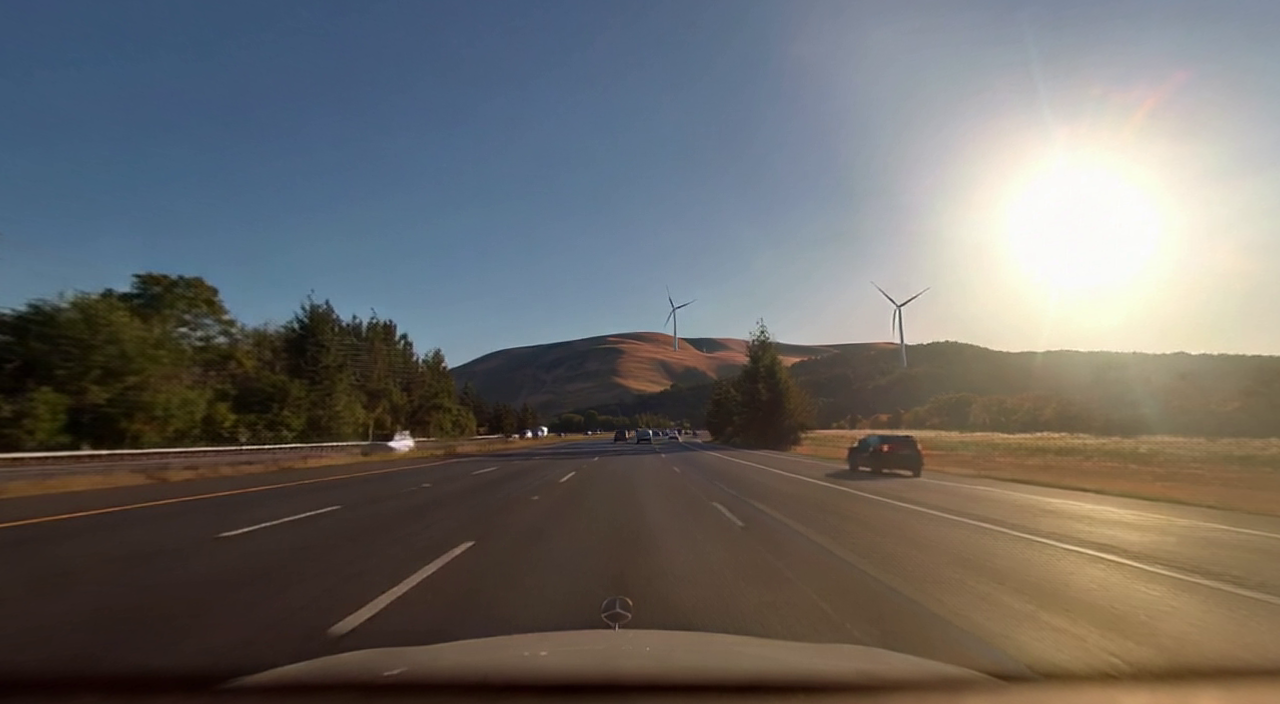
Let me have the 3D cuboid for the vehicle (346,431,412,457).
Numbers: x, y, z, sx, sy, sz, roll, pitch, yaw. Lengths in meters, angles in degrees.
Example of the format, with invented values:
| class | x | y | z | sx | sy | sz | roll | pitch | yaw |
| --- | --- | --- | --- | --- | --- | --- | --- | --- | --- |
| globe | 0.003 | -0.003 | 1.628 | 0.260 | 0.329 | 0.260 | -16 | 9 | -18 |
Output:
| class | x | y | z | sx | sy | sz | roll | pitch | yaw |
| --- | --- | --- | --- | --- | --- | --- | --- | --- | --- |
| vehicle | -16.171 | 5.707 | 39.322 | 2.122 | 1.528 | 4.581 | 0 | -8 | 0 |

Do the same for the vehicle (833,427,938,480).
| class | x | y | z | sx | sy | sz | roll | pitch | yaw |
| --- | --- | --- | --- | --- | --- | --- | --- | --- | --- |
| vehicle | 7.849 | 3.266 | 20.414 | 1.926 | 1.559 | 2.968 | 1 | -8 | -6 |
